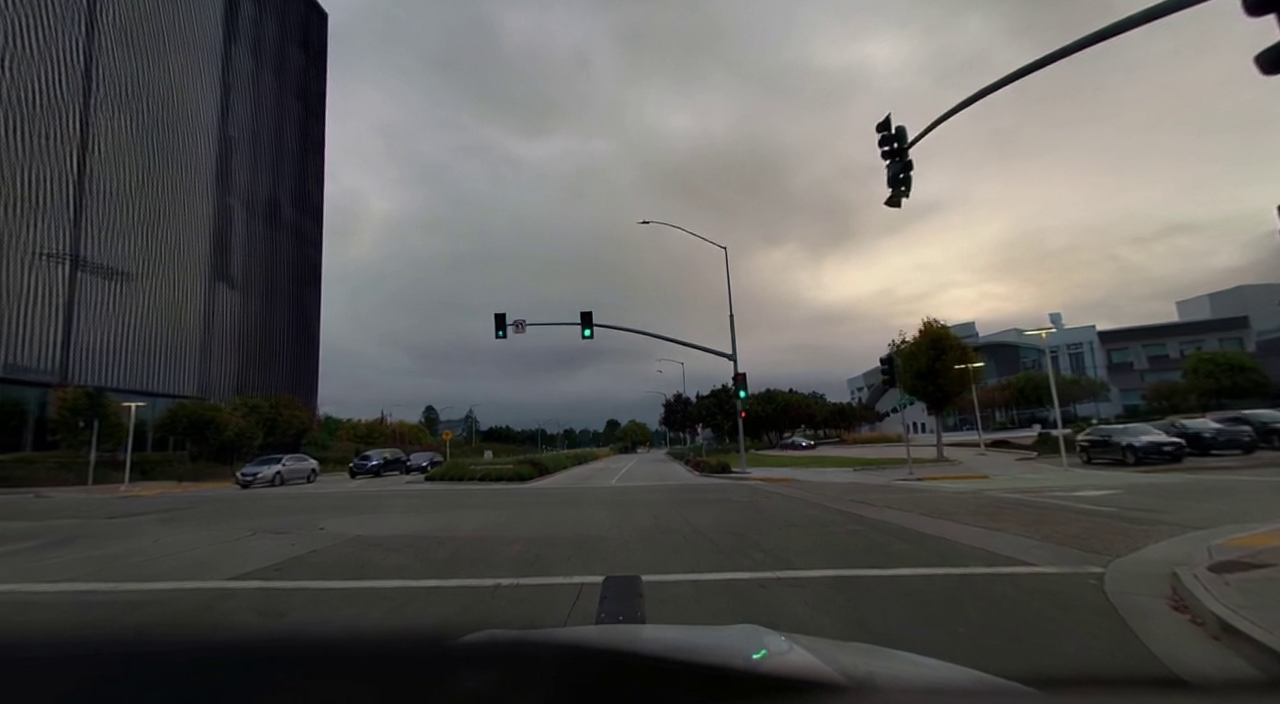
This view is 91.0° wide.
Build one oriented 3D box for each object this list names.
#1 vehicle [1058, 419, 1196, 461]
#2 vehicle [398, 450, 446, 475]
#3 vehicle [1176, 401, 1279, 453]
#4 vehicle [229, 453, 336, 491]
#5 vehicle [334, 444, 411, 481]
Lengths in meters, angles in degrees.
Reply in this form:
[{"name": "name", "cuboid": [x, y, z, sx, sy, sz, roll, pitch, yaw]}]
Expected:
[{"name": "vehicle", "cuboid": [19.079, 3.509, 24.975, 1.834, 1.480, 4.458, 1, -9, -1]}, {"name": "vehicle", "cuboid": [-15.152, 7.649, 43.957, 1.932, 1.605, 4.146, 0, -9, -1]}, {"name": "vehicle", "cuboid": [24.391, 2.993, 24.713, 2.109, 1.836, 5.080, -2, -10, -1]}, {"name": "vehicle", "cuboid": [-14.892, 4.989, 26.547, 1.790, 1.437, 4.349, 0, -9, 2]}, {"name": "vehicle", "cuboid": [-14.866, 6.136, 35.369, 2.091, 1.915, 5.040, 0, -9, 0]}]
